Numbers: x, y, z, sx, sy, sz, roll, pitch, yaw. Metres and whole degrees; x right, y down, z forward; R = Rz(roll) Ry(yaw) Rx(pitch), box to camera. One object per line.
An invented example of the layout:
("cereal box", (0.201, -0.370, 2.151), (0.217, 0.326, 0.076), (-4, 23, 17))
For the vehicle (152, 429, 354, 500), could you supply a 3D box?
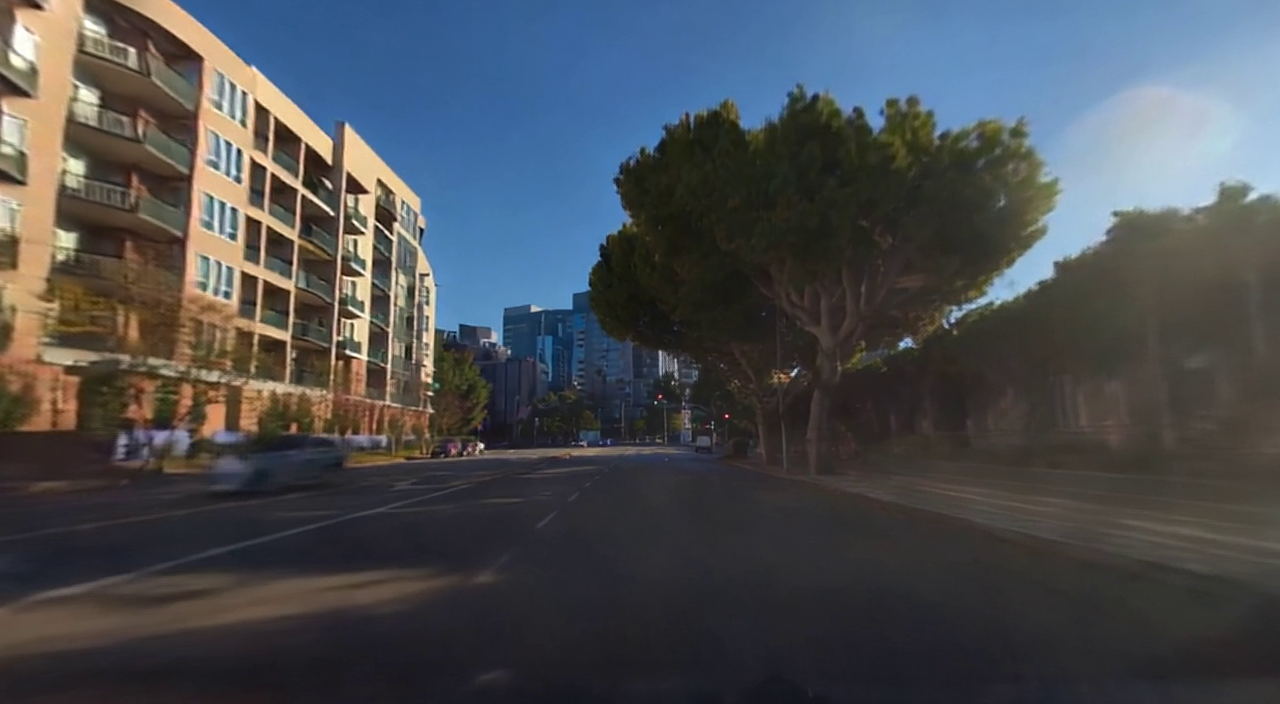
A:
("vehicle", (-9.281, 2.736, 15.724), (1.939, 1.482, 4.673), (-1, -8, 2))
